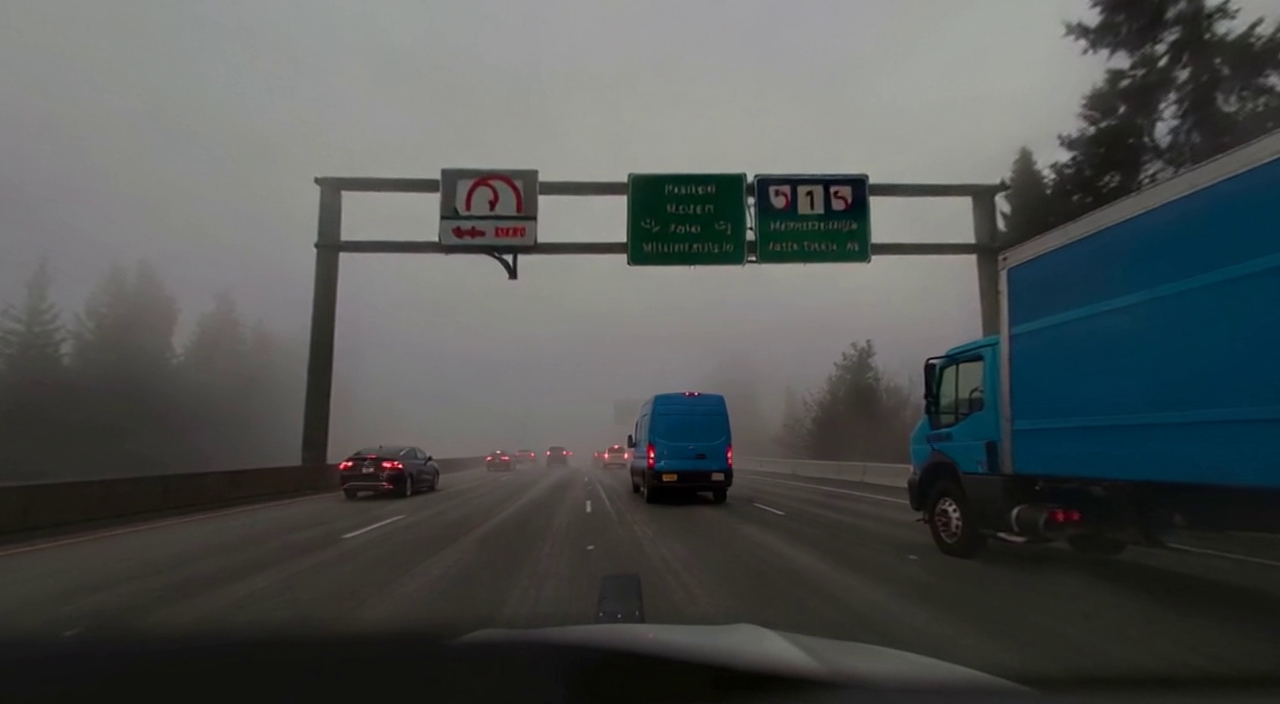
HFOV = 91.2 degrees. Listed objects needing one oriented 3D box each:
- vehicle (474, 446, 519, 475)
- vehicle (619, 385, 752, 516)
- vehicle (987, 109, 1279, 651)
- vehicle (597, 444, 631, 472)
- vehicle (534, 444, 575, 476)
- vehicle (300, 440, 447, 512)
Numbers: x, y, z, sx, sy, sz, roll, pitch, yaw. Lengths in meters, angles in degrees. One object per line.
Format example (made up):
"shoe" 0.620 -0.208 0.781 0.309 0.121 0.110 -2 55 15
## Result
"vehicle" -7.887 5.983 34.870 2.026 1.506 4.102 1 -9 -7
"vehicle" 0.822 2.325 15.000 2.268 2.551 5.144 1 -9 -6
"vehicle" 5.712 -0.083 2.430 2.800 3.507 9.244 0 -9 -4
"vehicle" -1.610 6.254 37.204 1.906 1.499 3.843 0 -9 -4
"vehicle" -4.512 5.748 33.621 2.002 1.536 4.021 0 -9 -6
"vehicle" -6.349 2.968 15.569 2.003 1.498 4.386 0 -9 -5
